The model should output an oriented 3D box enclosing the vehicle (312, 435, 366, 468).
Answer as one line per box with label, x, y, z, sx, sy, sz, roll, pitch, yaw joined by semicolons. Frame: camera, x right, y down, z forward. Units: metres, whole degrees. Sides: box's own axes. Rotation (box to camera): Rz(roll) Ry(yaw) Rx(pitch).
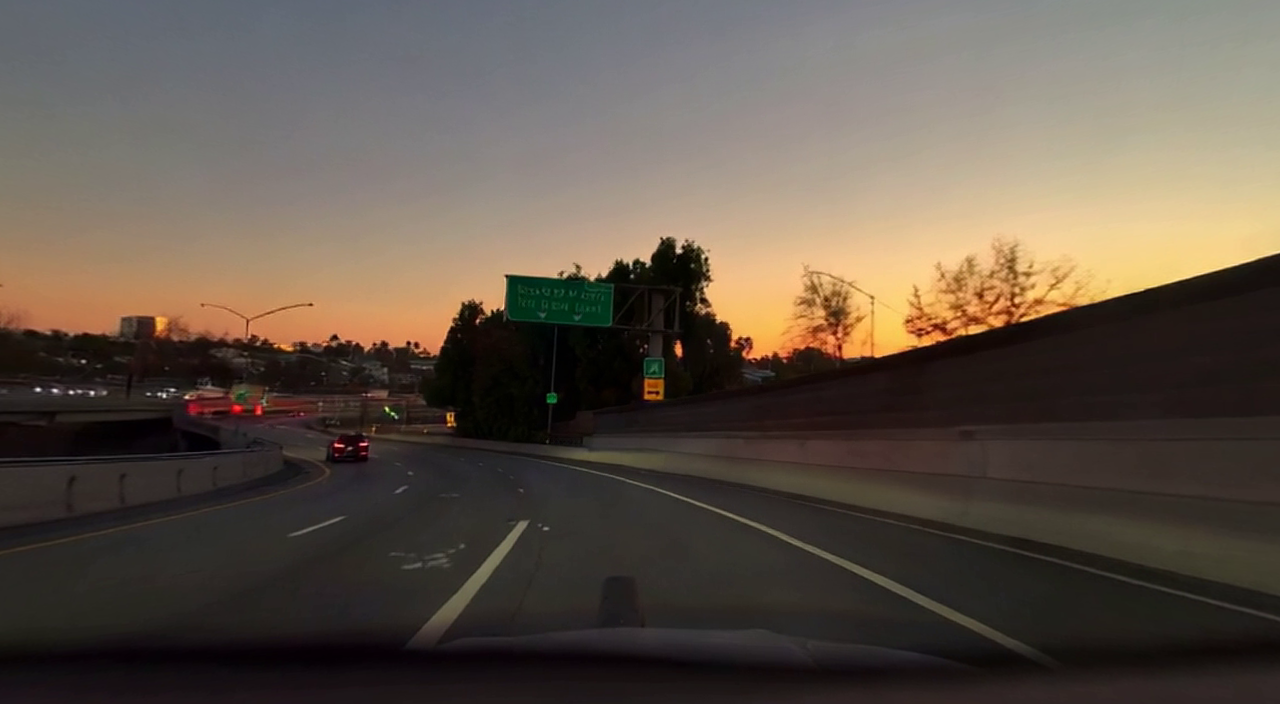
vehicle;-15.602;5.139;32.522;2.234;1.588;4.484;5;-10;-27
